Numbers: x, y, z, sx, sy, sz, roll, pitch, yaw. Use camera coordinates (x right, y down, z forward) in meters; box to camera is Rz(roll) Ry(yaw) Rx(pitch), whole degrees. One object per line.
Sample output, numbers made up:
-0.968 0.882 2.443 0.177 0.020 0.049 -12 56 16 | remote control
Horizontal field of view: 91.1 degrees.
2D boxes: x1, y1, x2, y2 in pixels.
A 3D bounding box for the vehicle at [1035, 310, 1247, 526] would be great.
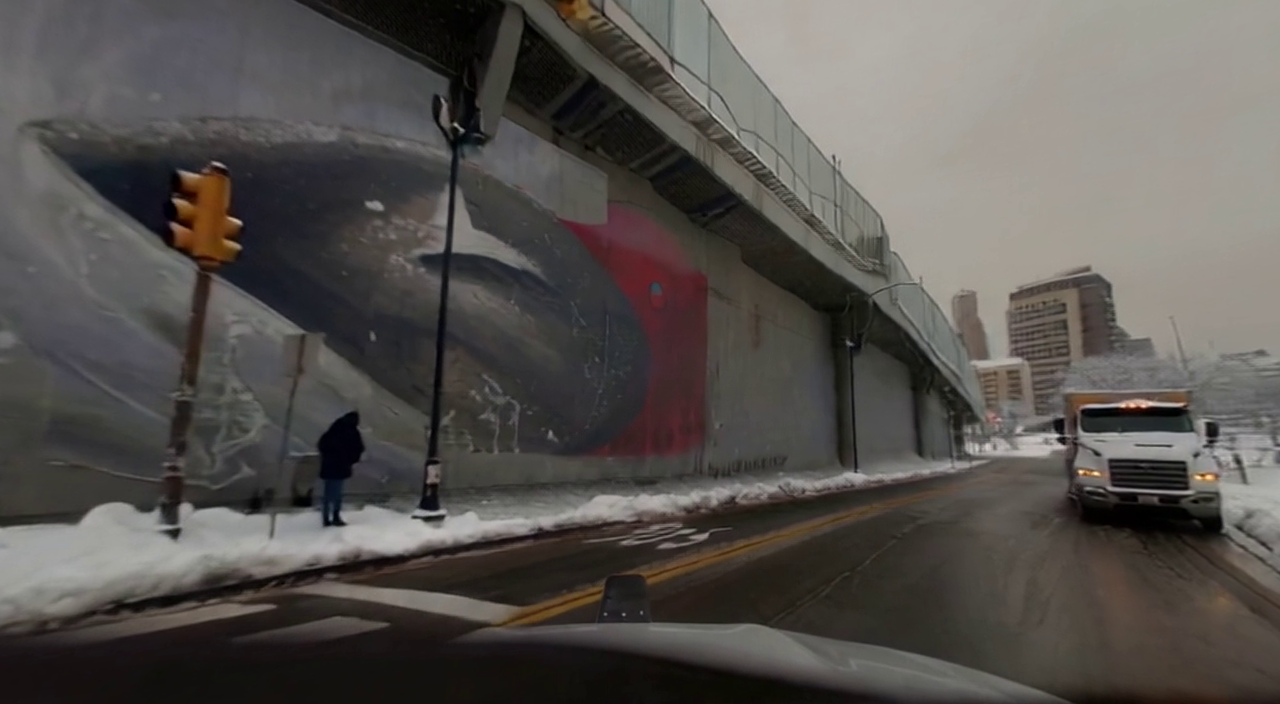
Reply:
12.189 1.819 15.971 2.849 3.893 9.347 -6 -10 34 | vehicle
